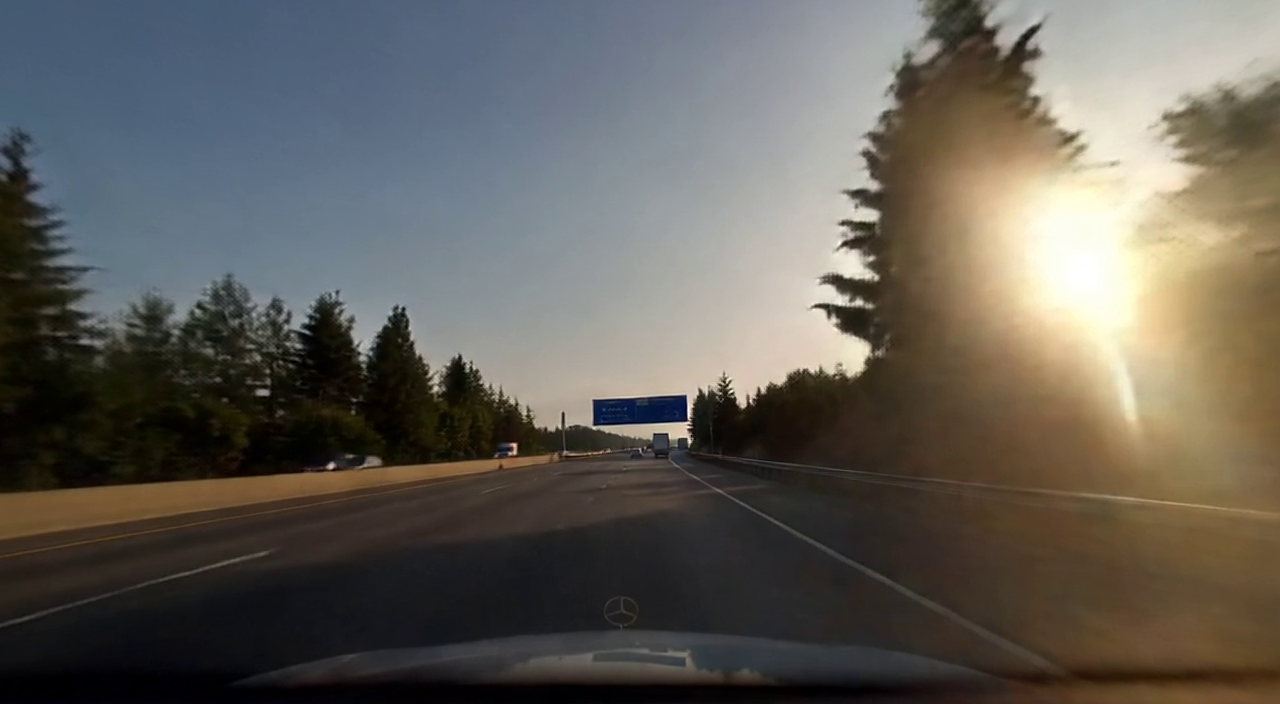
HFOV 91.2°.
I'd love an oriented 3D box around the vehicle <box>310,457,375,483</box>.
[{"bbox_3d":[-19.088,7.569,40.418,1.859,1.478,4.539,0,-9,2],"label":"vehicle"}]
